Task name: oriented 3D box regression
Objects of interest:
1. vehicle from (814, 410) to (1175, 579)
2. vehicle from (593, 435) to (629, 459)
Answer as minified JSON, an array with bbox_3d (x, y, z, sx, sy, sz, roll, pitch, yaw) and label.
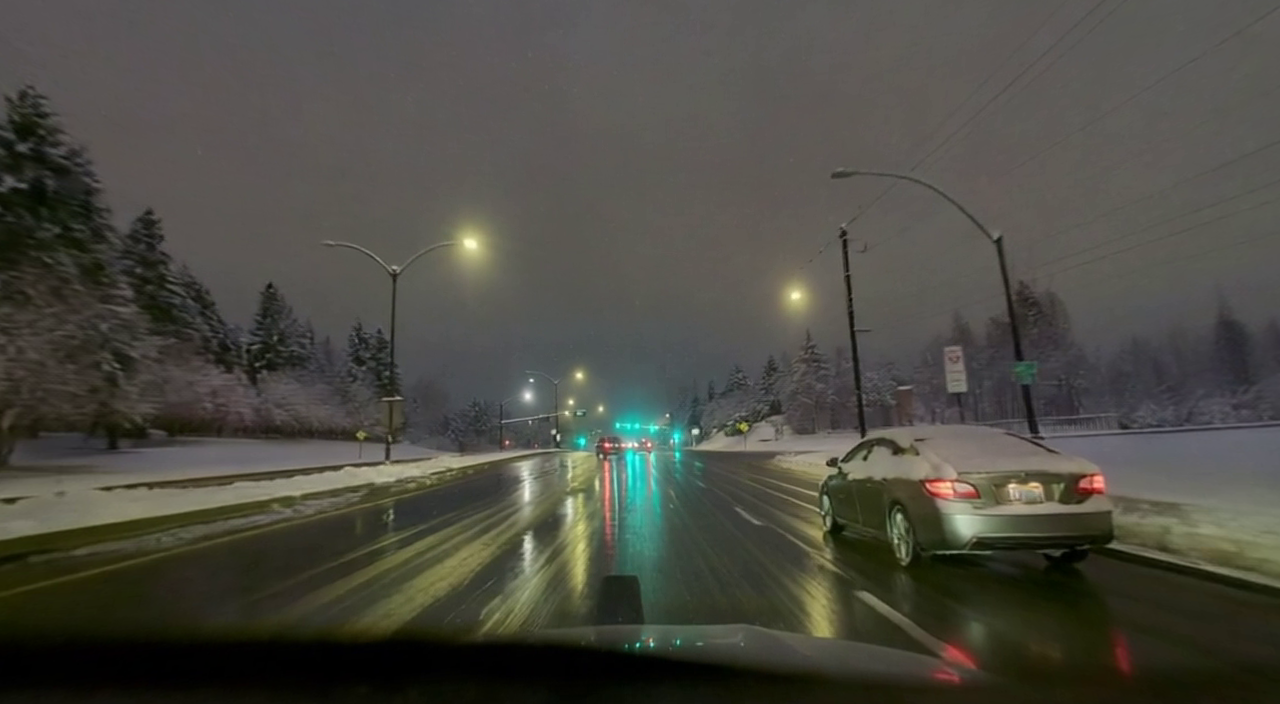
[{"bbox_3d":[3.887,1.648,8.083,2.063,1.542,4.420,0,-9,0],"label":"vehicle"},{"bbox_3d":[-1.969,6.334,41.805,2.055,1.484,4.143,1,-9,-7],"label":"vehicle"}]
